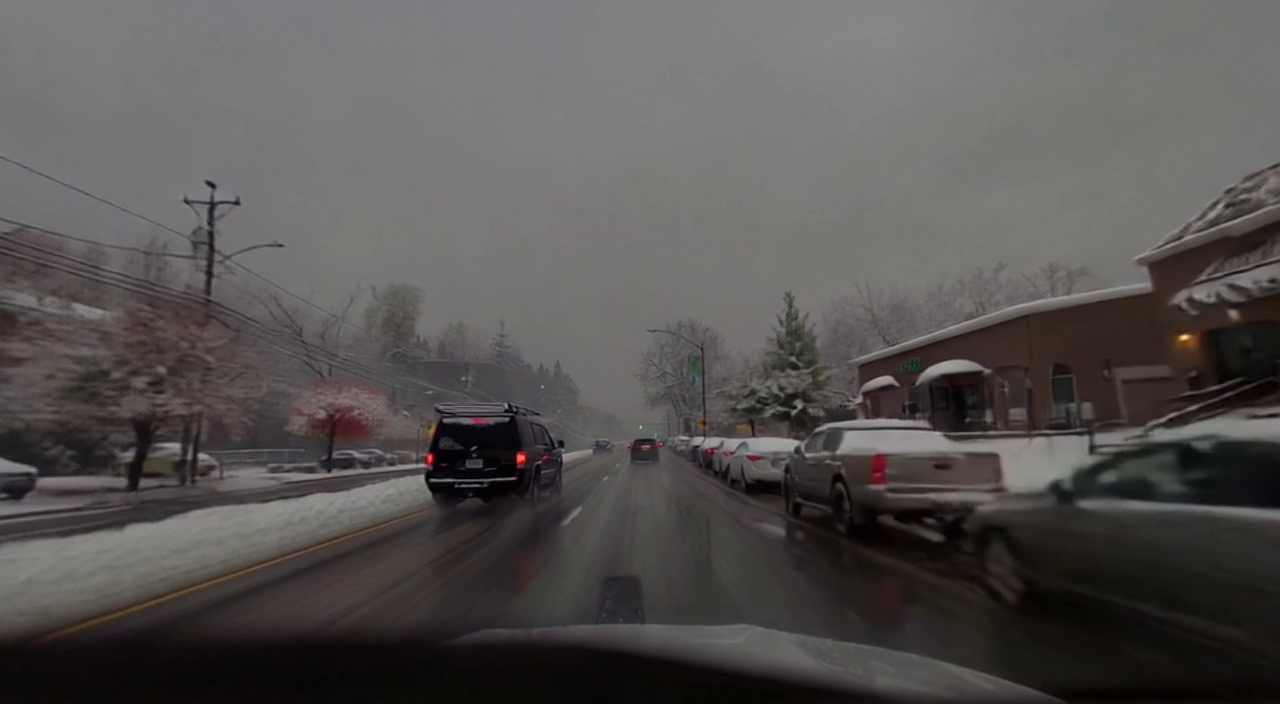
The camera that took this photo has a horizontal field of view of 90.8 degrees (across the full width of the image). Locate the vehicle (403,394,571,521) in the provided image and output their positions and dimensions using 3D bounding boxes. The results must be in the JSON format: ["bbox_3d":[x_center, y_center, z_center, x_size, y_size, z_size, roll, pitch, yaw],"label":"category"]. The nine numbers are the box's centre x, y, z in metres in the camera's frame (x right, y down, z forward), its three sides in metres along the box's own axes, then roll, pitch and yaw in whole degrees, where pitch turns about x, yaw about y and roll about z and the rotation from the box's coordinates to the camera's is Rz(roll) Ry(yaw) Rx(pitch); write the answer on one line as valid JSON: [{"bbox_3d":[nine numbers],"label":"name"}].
[{"bbox_3d":[-2.864,2.158,13.280,2.213,2.123,5.124,0,-8,0],"label":"vehicle"}]

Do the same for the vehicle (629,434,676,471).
[{"bbox_3d":[0.541,4.904,30.970,2.126,1.657,4.132,0,-8,0],"label":"vehicle"}]

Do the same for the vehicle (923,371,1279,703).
[{"bbox_3d":[3.816,1.054,3.753,1.947,1.646,4.782,0,-8,-1],"label":"vehicle"}]

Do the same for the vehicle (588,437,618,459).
[{"bbox_3d":[-2.887,7.575,49.846,2.028,1.689,4.162,0,-8,1],"label":"vehicle"}]

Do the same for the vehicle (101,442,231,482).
[{"bbox_3d":[-23.969,5.560,32.075,4.791,1.928,2.144,0,-8,0],"label":"vehicle"}]
